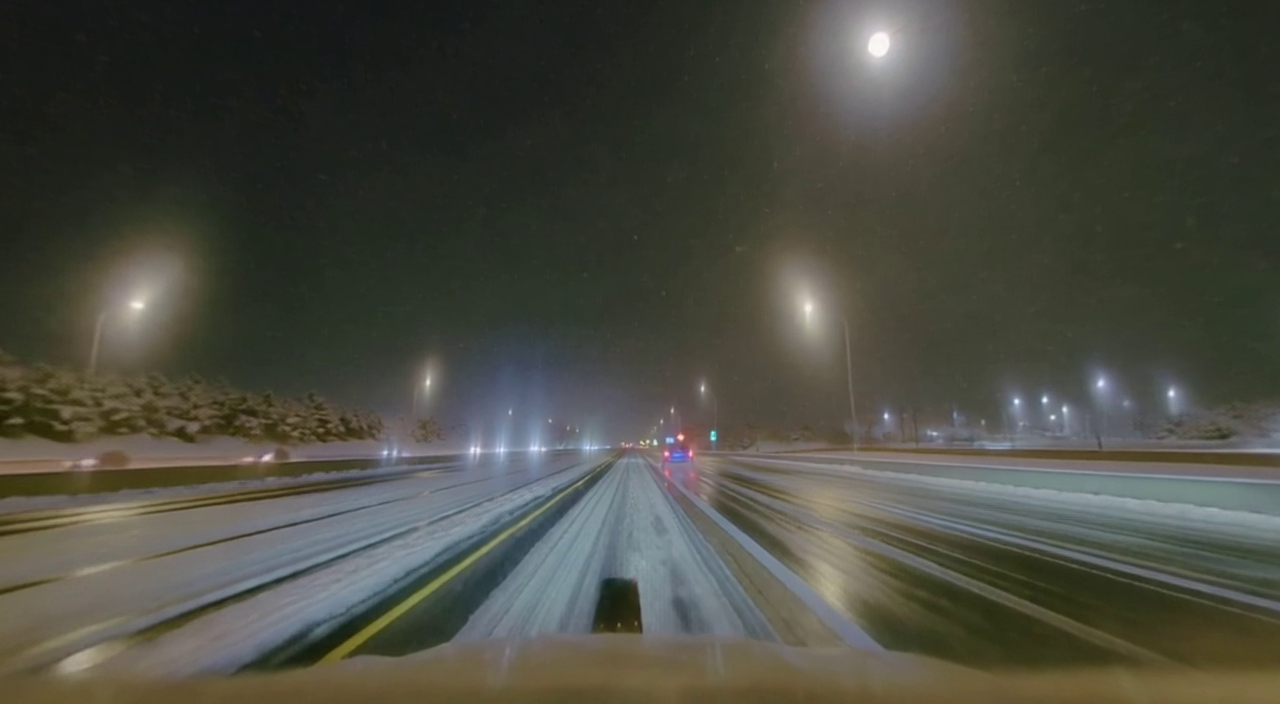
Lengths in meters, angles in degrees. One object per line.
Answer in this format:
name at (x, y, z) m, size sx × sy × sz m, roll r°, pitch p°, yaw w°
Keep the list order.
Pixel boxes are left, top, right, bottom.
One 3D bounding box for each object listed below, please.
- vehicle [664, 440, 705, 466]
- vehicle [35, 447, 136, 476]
vehicle at (2.771, 6.455, 40.511) m, size 2.270 × 1.615 × 3.770 m, roll 0°, pitch -8°, yaw -2°
vehicle at (-36.442, 7.199, 41.740) m, size 2.102 × 1.749 × 5.000 m, roll 0°, pitch -8°, yaw 0°
